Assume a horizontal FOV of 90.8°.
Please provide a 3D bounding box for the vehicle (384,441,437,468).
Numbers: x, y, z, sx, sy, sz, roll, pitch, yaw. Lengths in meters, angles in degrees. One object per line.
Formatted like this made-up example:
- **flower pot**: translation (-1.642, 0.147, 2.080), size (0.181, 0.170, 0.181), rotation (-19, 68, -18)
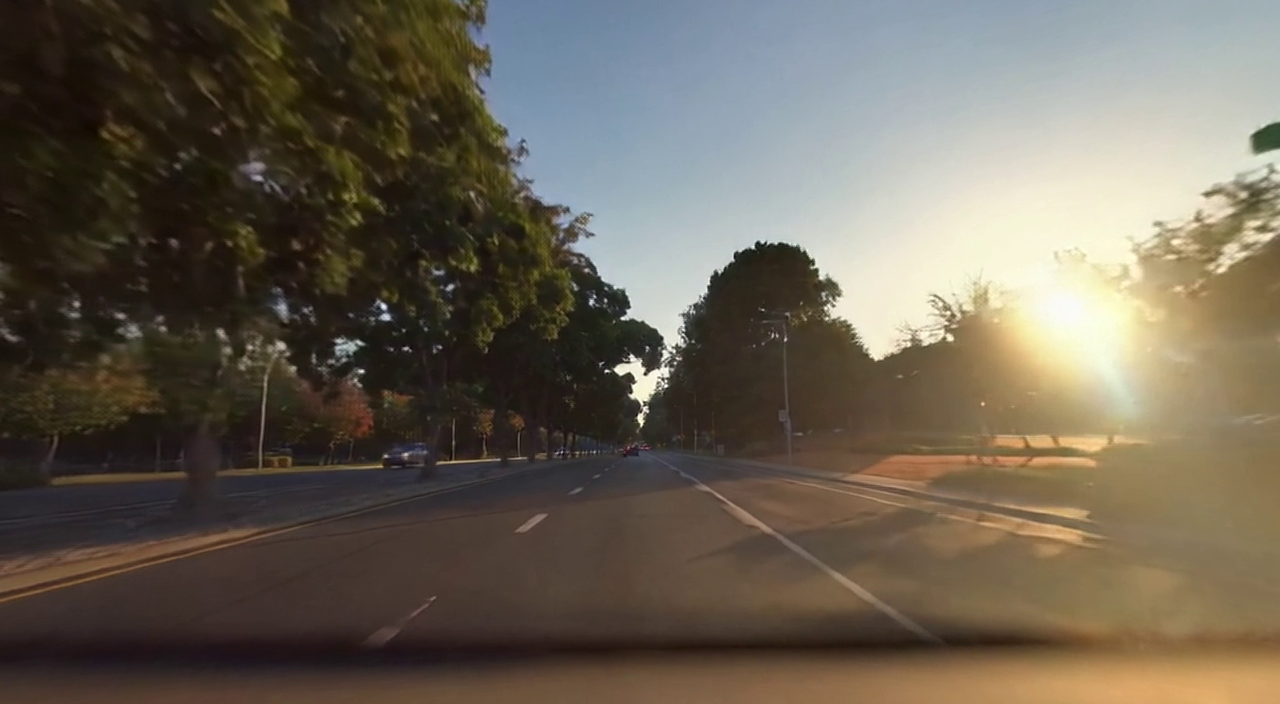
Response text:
- **vehicle**: translation (-16.446, 7.342, 45.477), size (2.025, 1.802, 4.468), rotation (0, -8, 1)
